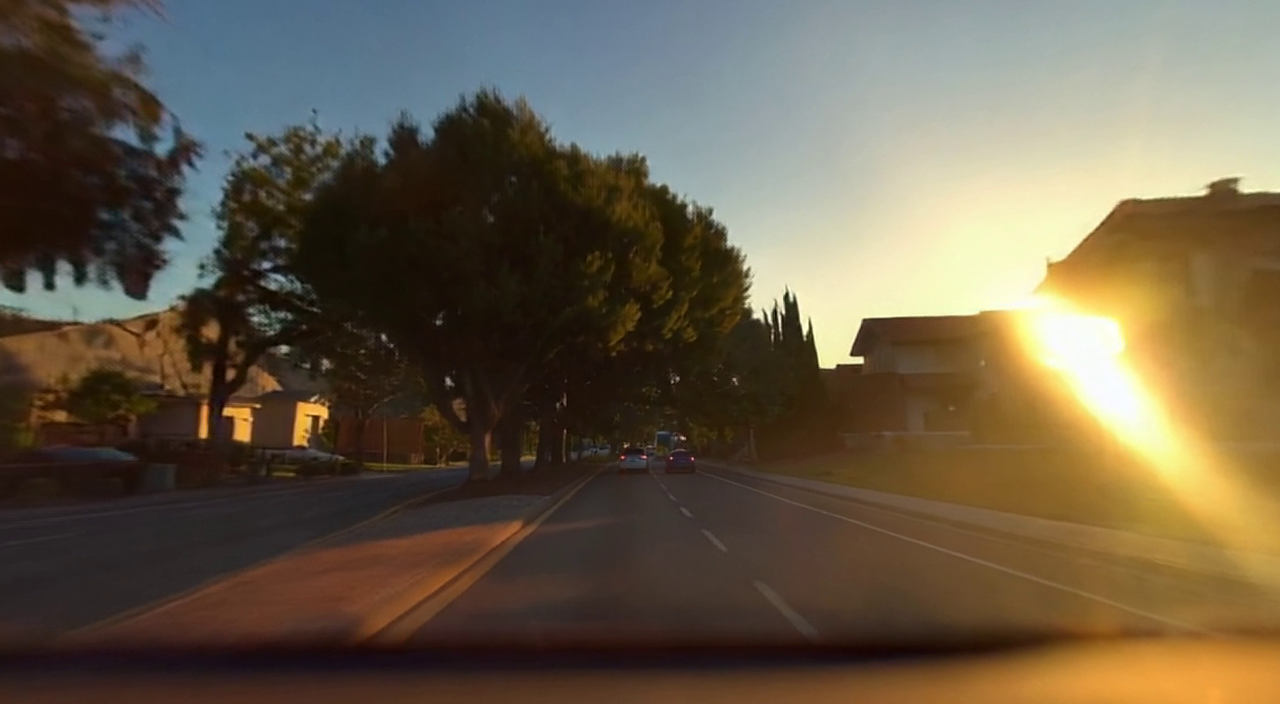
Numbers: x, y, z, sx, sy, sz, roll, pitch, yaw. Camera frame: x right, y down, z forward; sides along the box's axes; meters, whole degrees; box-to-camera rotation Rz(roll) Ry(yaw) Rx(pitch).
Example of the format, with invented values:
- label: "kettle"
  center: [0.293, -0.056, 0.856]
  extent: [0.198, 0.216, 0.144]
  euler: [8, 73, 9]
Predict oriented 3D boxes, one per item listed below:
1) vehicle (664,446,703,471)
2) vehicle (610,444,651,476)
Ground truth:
- label: "vehicle"
  center: [2.705, 6.758, 40.262]
  extent: [2.057, 1.496, 4.401]
  euler: [0, -8, -2]
- label: "vehicle"
  center: [-0.457, 5.607, 33.037]
  extent: [2.018, 1.511, 3.993]
  euler: [0, -8, 0]
